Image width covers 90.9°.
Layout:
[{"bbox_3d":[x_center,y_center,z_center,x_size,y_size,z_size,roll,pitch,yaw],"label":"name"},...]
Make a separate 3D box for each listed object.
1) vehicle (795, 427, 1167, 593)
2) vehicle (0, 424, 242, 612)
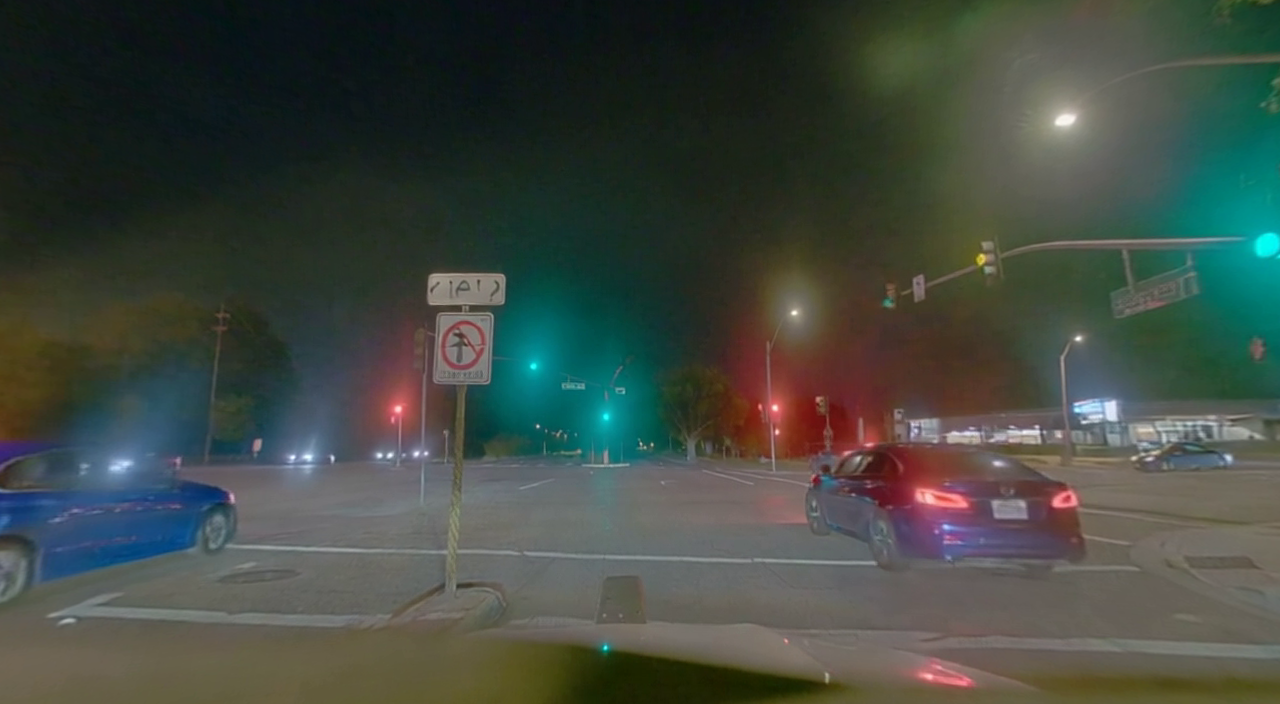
[{"bbox_3d":[3.724,1.781,8.113,1.940,1.487,4.562,1,-8,-5],"label":"vehicle"},{"bbox_3d":[-6.081,1.434,5.795,1.995,1.470,4.556,0,-8,-2],"label":"vehicle"}]
